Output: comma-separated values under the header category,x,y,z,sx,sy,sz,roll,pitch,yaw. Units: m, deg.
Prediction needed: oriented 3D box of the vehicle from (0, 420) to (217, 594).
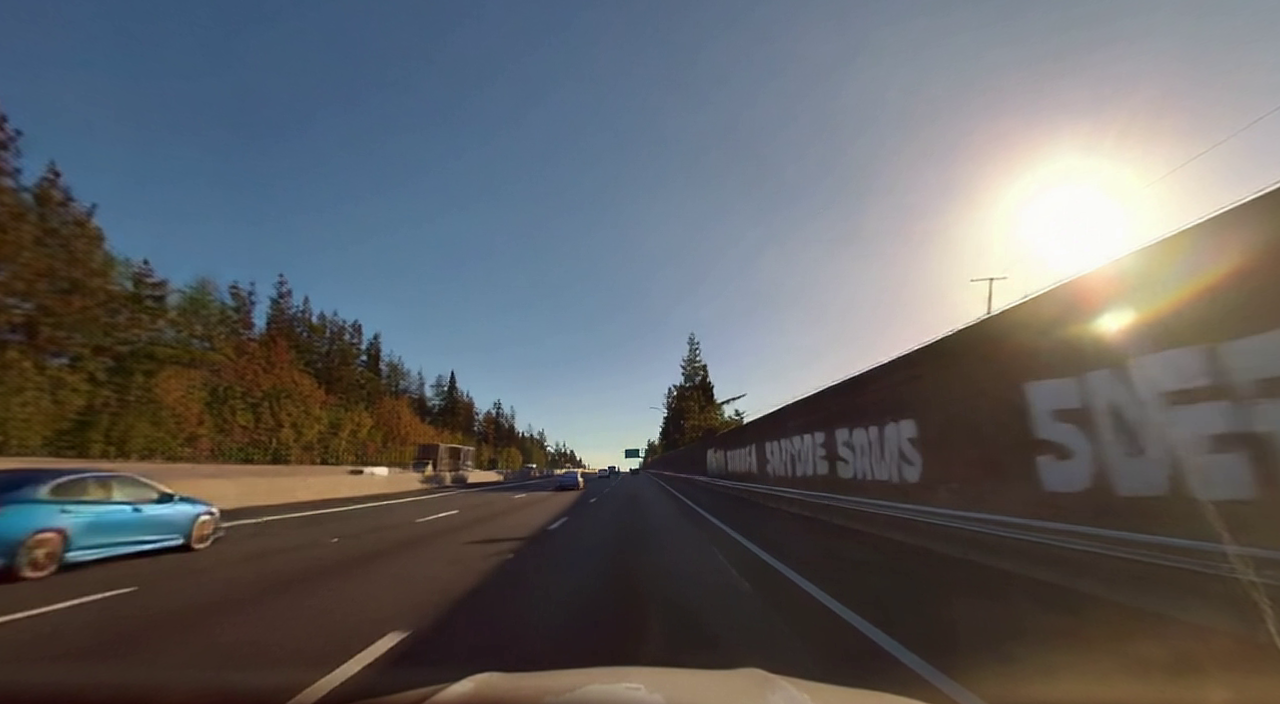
category,x,y,z,sx,sy,sz,roll,pitch,yaw
vehicle,-7.180,1.612,6.772,2.124,1.630,4.416,1,-11,0

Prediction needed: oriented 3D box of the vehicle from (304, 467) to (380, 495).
category,x,y,z,sx,sy,sz,roll,pitch,yaw
vehicle,-15.542,6.747,33.109,1.857,1.311,4.379,1,-11,0

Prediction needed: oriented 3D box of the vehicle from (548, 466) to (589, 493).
category,x,y,z,sx,sy,sz,roll,pitch,yaw
vehicle,-4.097,7.436,36.778,1.941,1.437,3.829,1,-11,0
